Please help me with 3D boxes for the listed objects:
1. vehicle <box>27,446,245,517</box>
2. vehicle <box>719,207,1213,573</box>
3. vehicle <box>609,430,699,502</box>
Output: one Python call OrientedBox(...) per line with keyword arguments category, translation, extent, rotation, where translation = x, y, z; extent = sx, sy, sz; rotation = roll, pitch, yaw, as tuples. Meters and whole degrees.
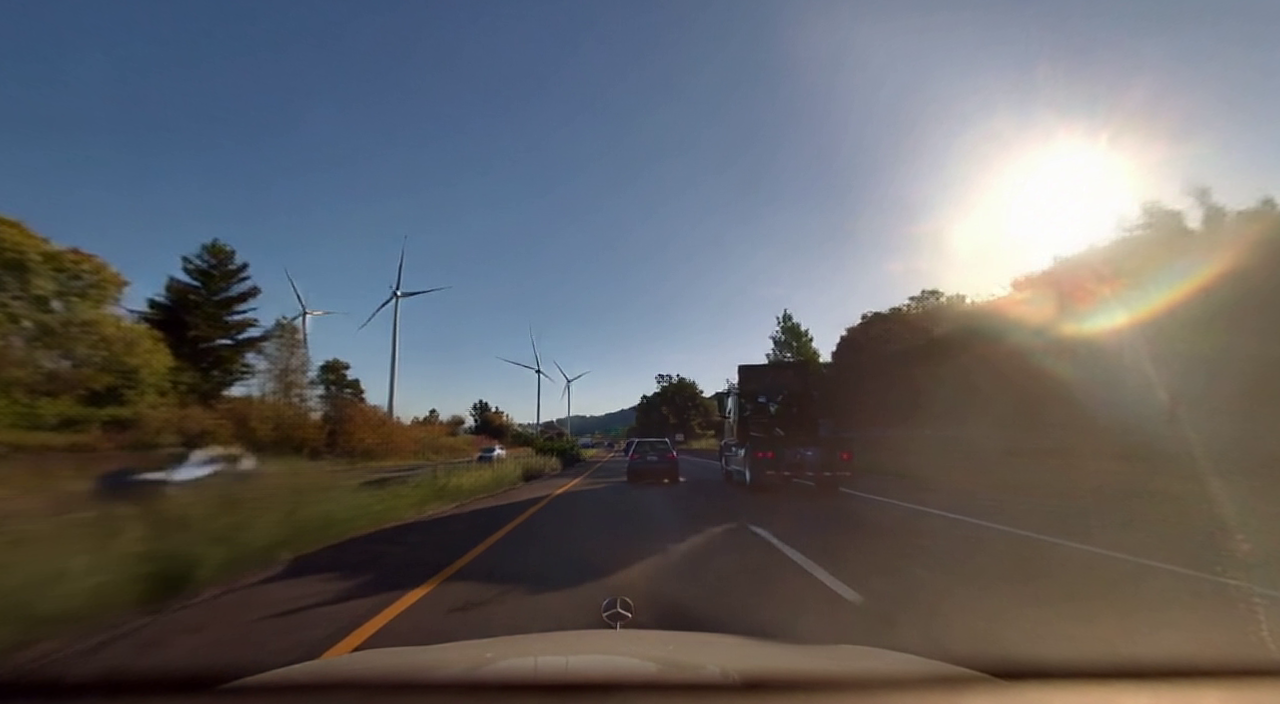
OrientedBox(category="vehicle", translation=(-12.653, 3.211, 16.278), extent=(1.889, 1.480, 4.553), rotation=(0, -8, 0))
OrientedBox(category="vehicle", translation=(4.534, 1.331, 14.508), extent=(3.129, 4.126, 14.913), rotation=(0, -8, -1))
OrientedBox(category="vehicle", translation=(0.298, 2.891, 16.524), extent=(2.038, 1.624, 4.312), rotation=(0, -8, 0))
